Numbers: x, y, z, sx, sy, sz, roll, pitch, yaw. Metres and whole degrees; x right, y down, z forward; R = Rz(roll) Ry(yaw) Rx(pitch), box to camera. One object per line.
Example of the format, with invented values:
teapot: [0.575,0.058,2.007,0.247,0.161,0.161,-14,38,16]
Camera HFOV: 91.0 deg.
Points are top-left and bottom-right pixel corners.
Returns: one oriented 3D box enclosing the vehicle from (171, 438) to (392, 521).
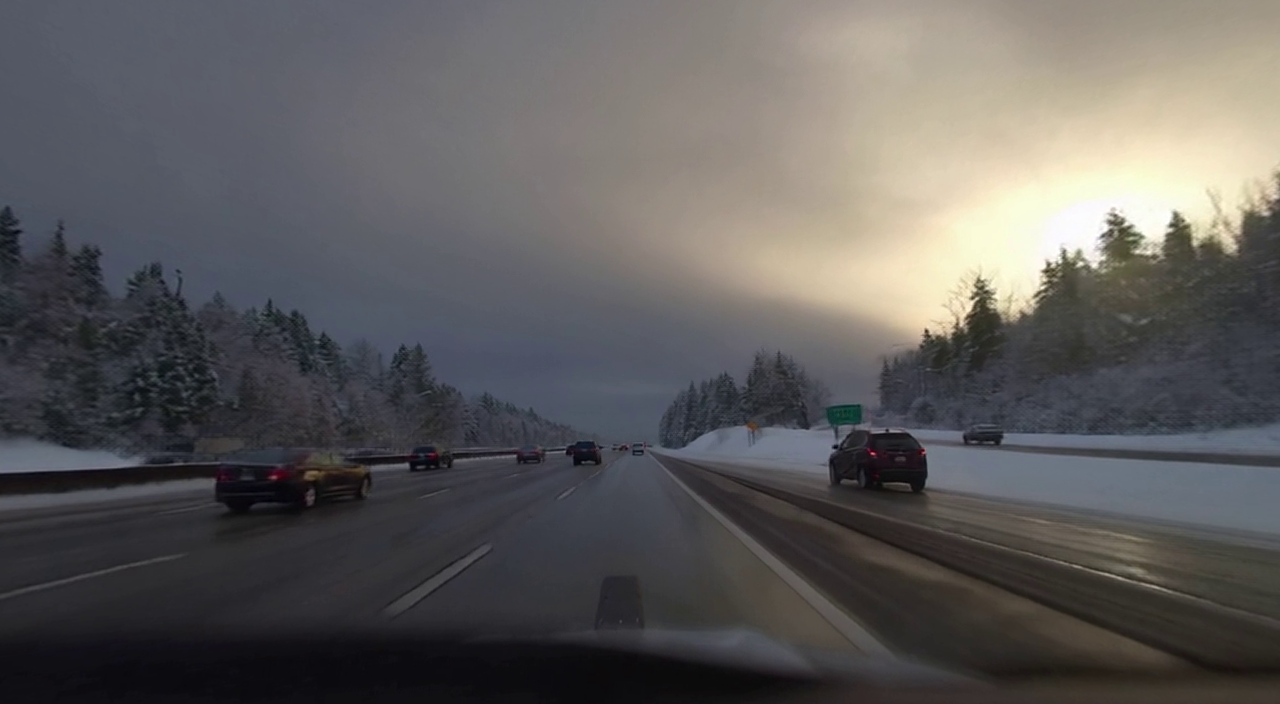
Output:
vehicle: [-7.478,2.688,13.874,2.071,1.486,4.703,0,-9,0]

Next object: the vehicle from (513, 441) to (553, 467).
vehicle: [-7.815,7.470,46.269,2.087,1.755,4.457,0,-9,1]

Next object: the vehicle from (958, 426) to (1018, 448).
vehicle: [25.925,6.385,47.025,1.884,1.571,4.352,0,-9,-1]

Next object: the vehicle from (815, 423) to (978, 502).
vehicle: [6.638,2.945,17.062,2.259,1.816,4.862,0,-9,-1]

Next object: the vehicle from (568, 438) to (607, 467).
vehicle: [-3.729,7.285,45.649,2.288,1.962,5.119,0,-9,1]

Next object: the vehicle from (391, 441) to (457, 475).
vehicle: [-11.392,5.603,33.494,1.958,1.633,4.302,0,-9,0]
